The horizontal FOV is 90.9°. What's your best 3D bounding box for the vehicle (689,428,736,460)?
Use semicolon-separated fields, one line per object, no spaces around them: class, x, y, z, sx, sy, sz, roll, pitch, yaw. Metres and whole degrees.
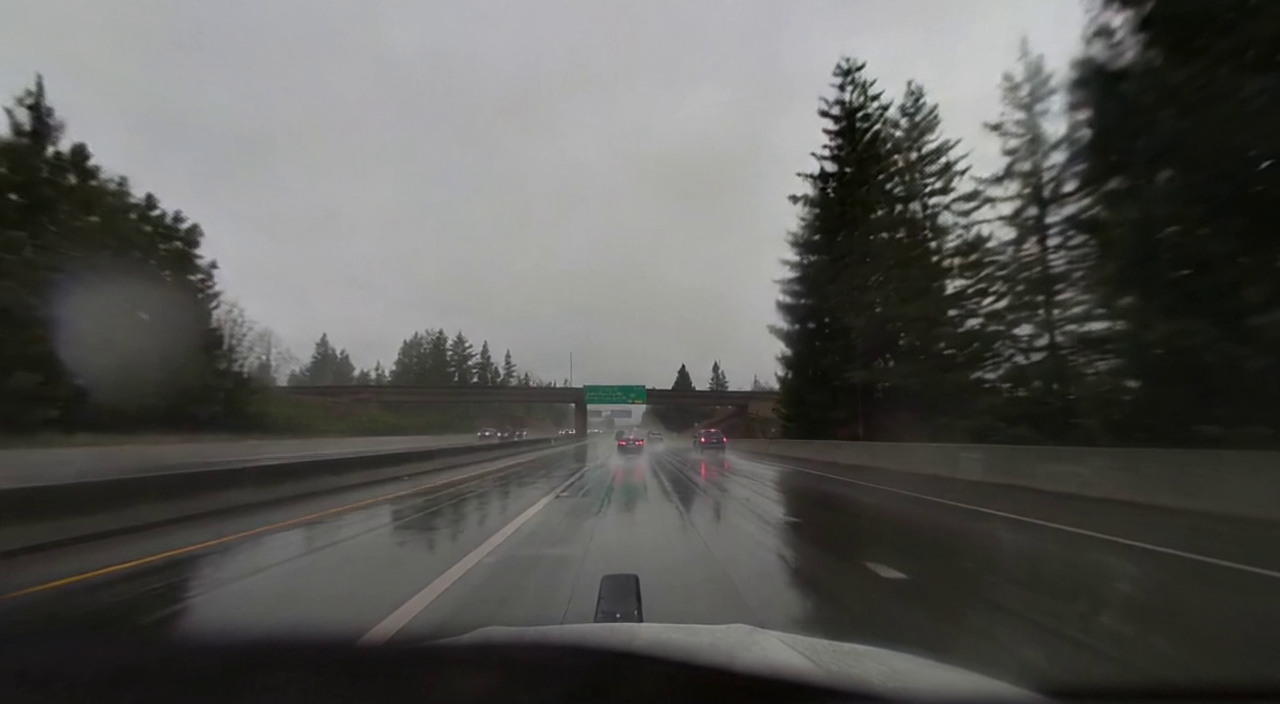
vehicle;3.777;4.874;33.477;1.892;1.600;3.782;0;-8;-2

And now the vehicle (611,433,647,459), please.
vehicle;-0.657;5.433;36.696;1.987;1.440;3.565;0;-8;-2
